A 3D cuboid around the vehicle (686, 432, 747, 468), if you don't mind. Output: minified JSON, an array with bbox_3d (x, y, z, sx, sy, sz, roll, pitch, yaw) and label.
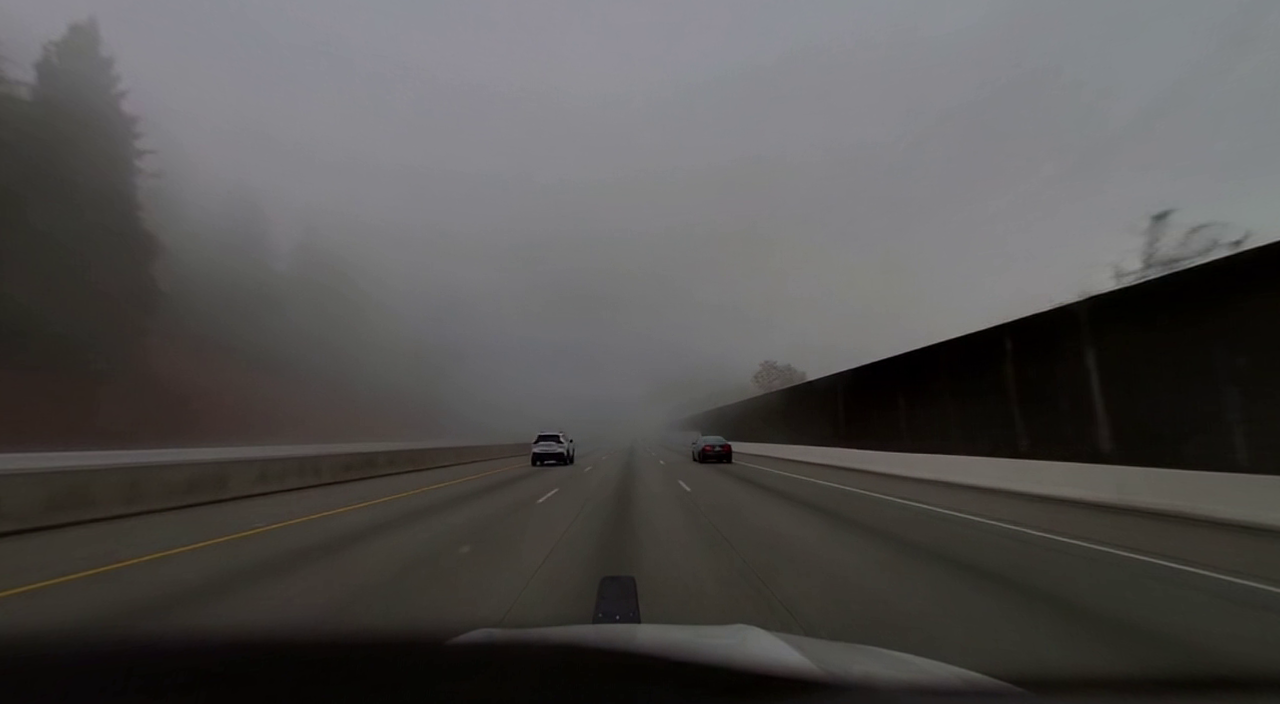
[{"bbox_3d":[3.409,4.463,28.909,2.077,1.523,4.539,0,-8,-2],"label":"vehicle"}]

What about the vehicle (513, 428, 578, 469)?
[{"bbox_3d":[-4.104,4.266,27.958,2.219,1.660,4.153,0,-8,0],"label":"vehicle"}]
